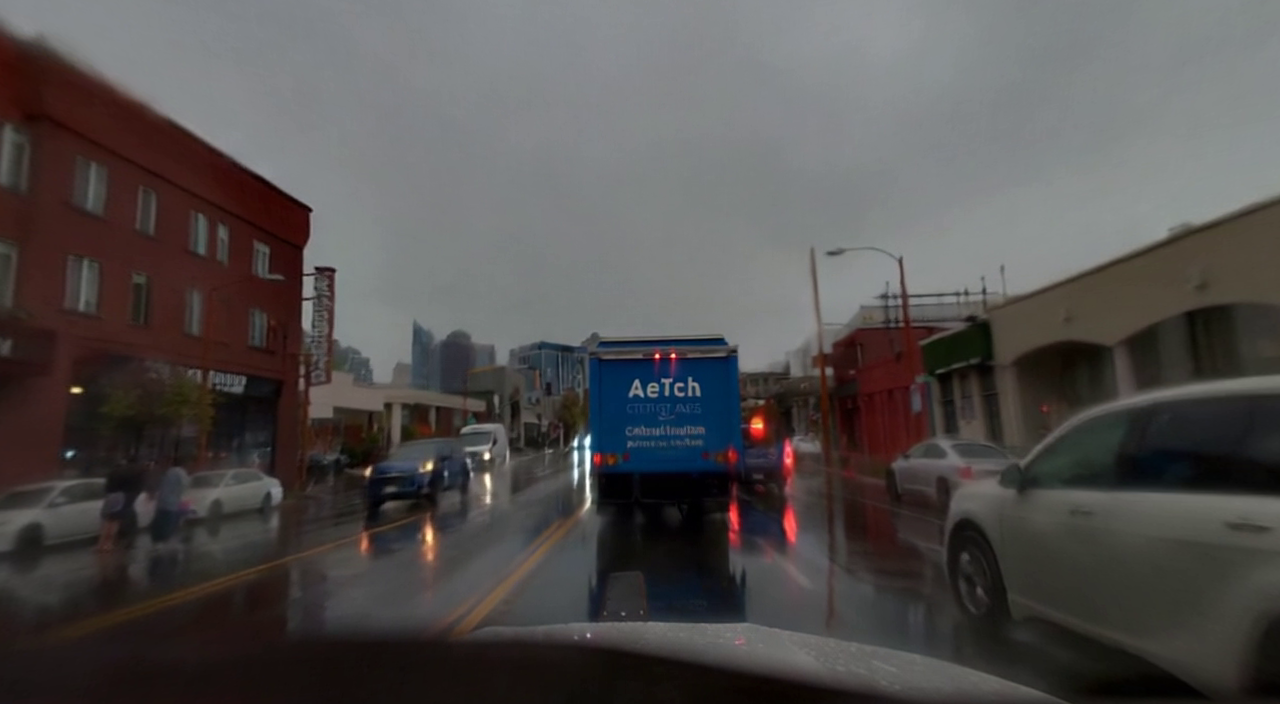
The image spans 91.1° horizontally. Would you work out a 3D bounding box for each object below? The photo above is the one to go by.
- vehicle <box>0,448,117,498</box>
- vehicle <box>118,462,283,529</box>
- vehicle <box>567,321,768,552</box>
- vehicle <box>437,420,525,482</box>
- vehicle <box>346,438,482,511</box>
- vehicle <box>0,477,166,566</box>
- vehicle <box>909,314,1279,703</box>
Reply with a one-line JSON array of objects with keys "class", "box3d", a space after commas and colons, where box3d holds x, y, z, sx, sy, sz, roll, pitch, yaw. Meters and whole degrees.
[{"class": "vehicle", "box3d": [-27.936, 5.794, 30.174, 3.961, 1.764, 1.952, -6, -5, 2]}, {"class": "vehicle", "box3d": [-13.372, 4.347, 19.515, 1.943, 1.682, 4.365, 0, -9, 0]}, {"class": "vehicle", "box3d": [0.242, 1.505, 11.111, 2.517, 2.926, 6.177, 0, -9, -2]}, {"class": "vehicle", "box3d": [-9.058, 5.797, 36.940, 2.883, 3.199, 7.964, 0, -9, 2]}, {"class": "vehicle", "box3d": [-5.940, 3.243, 17.170, 2.046, 1.711, 4.320, 0, -9, 1]}, {"class": "vehicle", "box3d": [-13.494, 3.740, 14.342, 1.901, 1.508, 4.405, 0, -9, -1]}, {"class": "vehicle", "box3d": [3.388, 0.897, 3.153, 2.104, 1.786, 4.498, 0, -9, 1]}]
